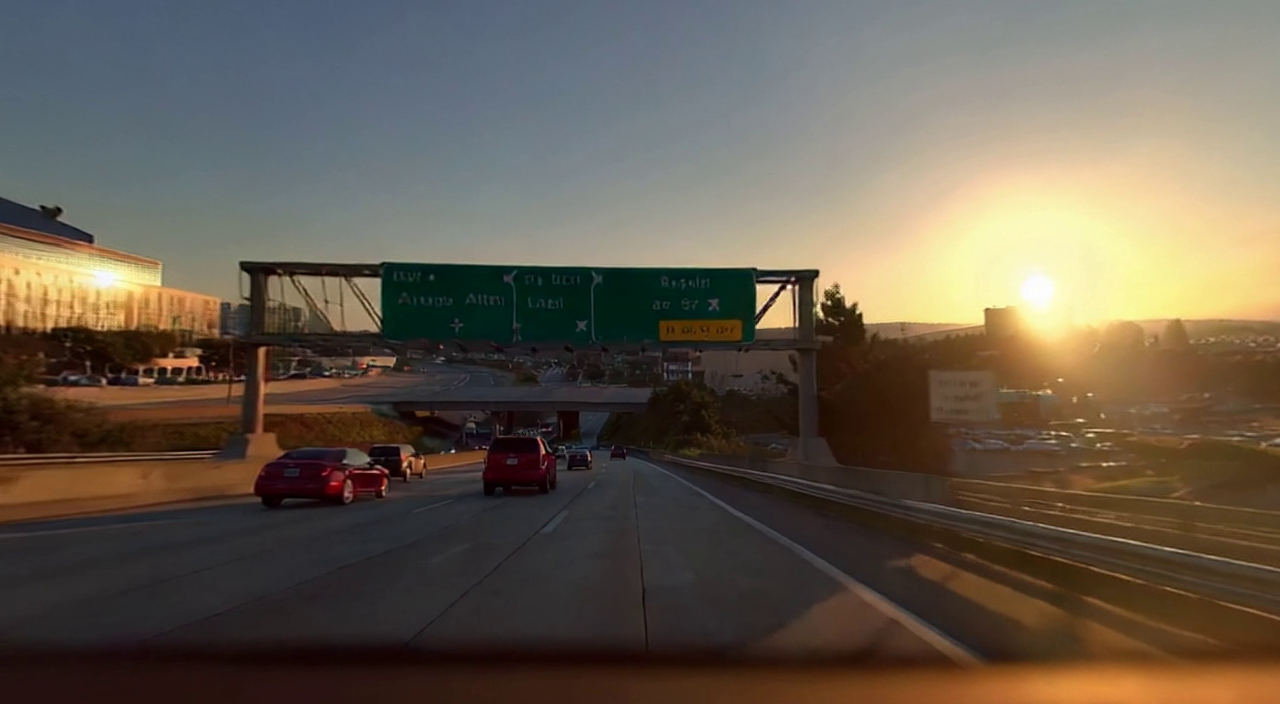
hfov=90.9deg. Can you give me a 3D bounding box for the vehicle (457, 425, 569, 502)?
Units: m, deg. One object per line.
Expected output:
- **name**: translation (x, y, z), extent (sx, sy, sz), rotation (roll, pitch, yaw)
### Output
- **vehicle**: translation (-3.635, 3.313, 19.243), extent (2.301, 1.985, 5.247), rotation (0, -8, 1)

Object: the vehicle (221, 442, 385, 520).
- **vehicle**: translation (-7.391, 2.816, 14.254), extent (1.796, 1.509, 3.393), rotation (0, -8, 0)

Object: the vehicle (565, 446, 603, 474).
- **vehicle**: translation (-3.341, 6.482, 38.063), extent (1.955, 1.614, 3.817), rotation (0, -8, 0)
